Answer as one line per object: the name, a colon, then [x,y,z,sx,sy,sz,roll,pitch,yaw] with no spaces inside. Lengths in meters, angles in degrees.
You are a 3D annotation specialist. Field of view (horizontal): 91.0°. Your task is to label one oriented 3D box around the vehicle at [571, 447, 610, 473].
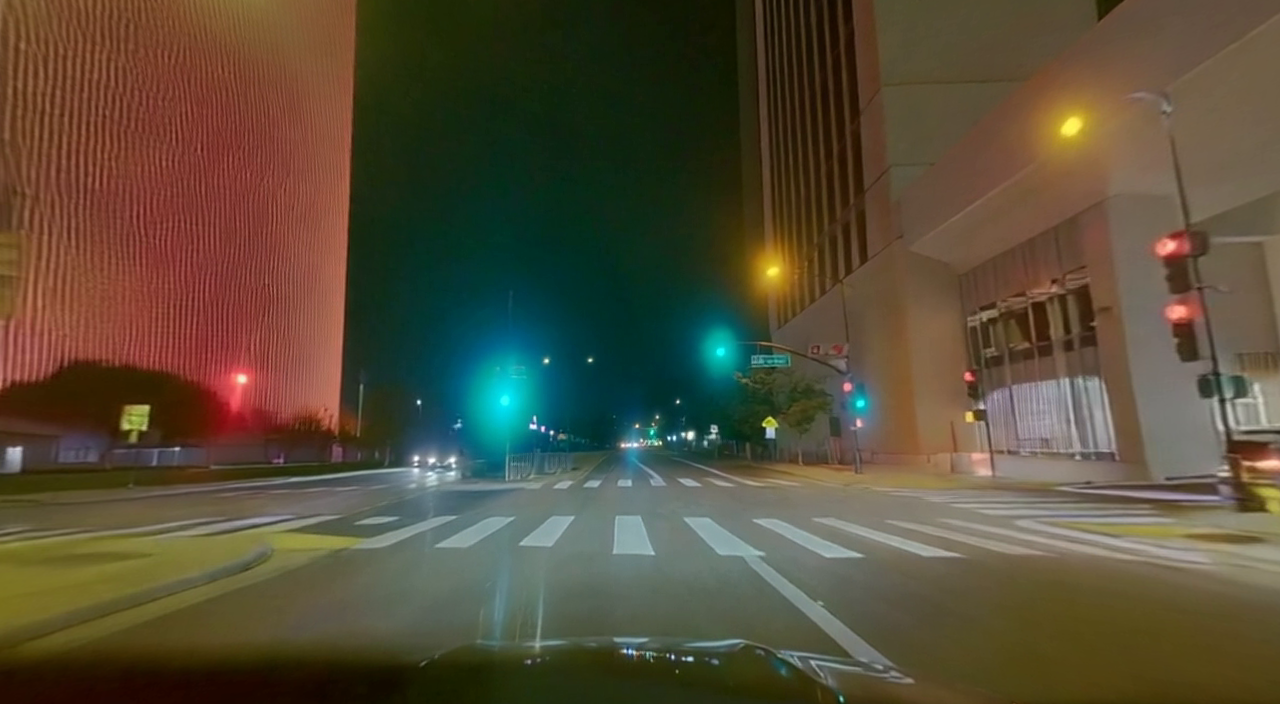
vehicle: [-2.978,6.600,38.784,2.078,1.471,4.217,0,-9,0]
